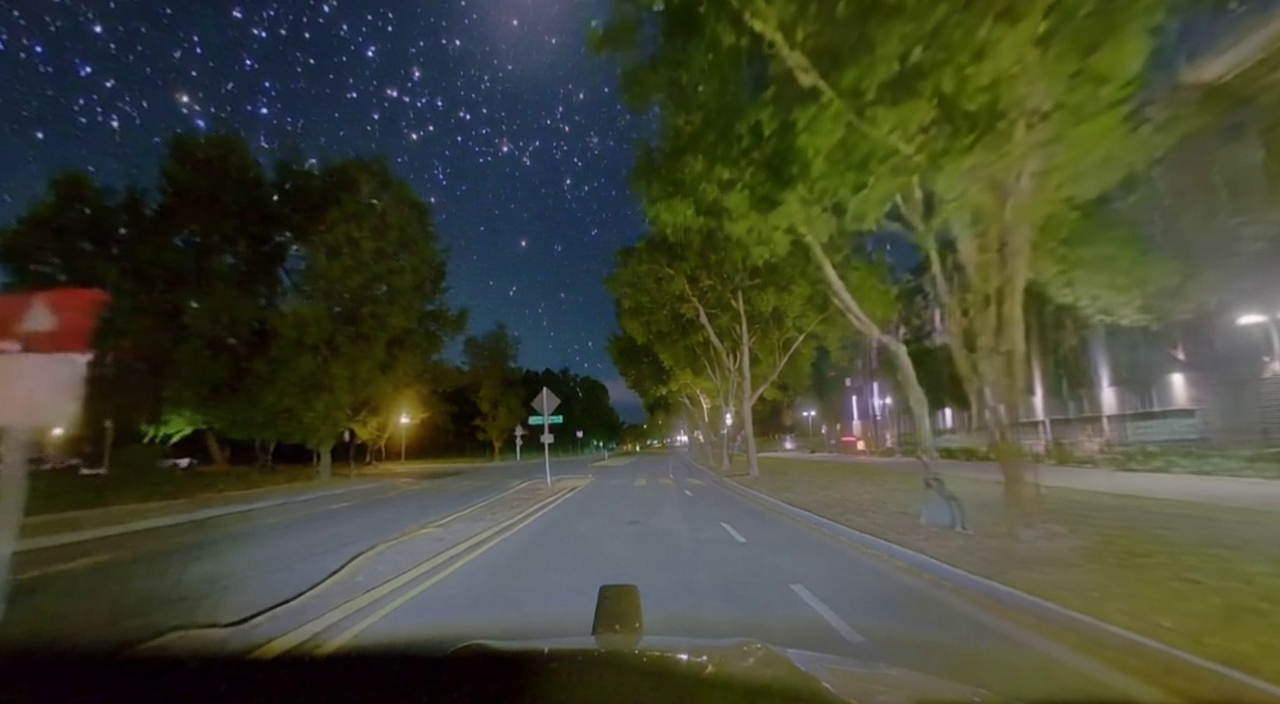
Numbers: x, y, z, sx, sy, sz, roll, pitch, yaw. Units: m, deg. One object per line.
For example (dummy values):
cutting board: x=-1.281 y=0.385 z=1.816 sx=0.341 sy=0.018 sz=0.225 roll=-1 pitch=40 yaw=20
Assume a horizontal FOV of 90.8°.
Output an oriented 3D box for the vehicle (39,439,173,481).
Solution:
vehicle: x=-23.831 y=4.878 z=28.486 sx=1.850 sy=1.662 sz=4.580 roll=1 pitch=-10 yaw=2
